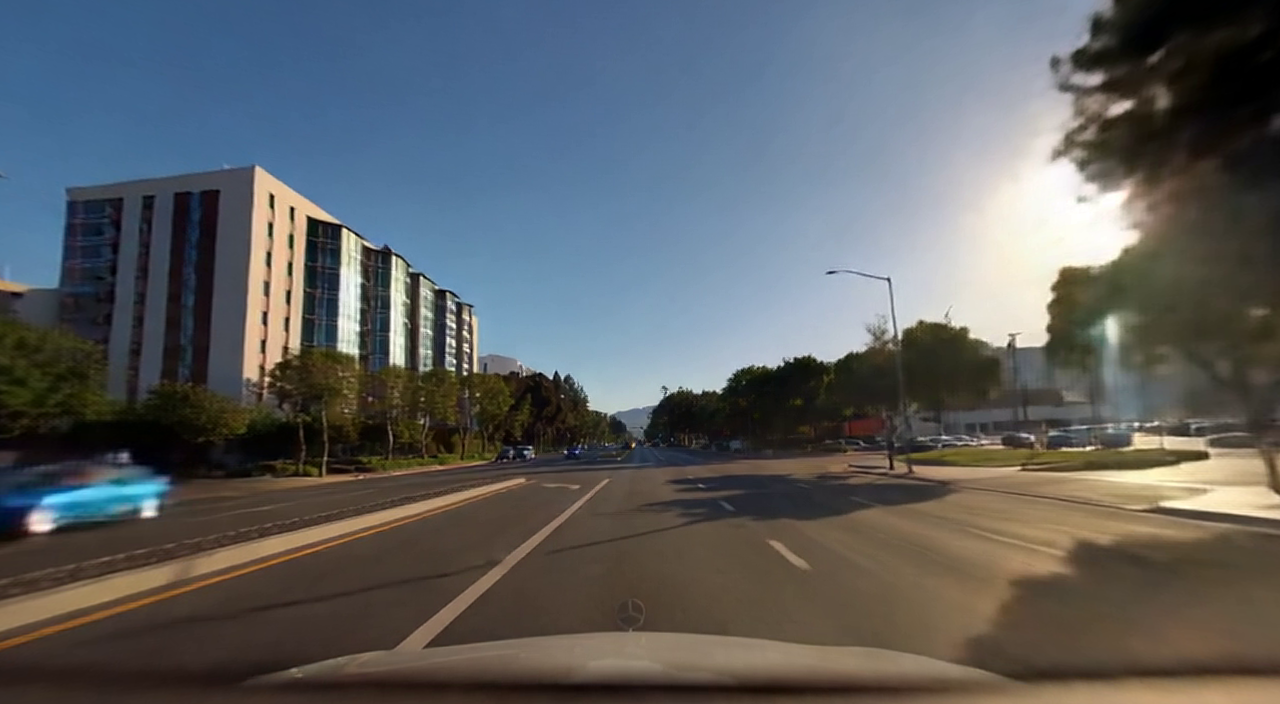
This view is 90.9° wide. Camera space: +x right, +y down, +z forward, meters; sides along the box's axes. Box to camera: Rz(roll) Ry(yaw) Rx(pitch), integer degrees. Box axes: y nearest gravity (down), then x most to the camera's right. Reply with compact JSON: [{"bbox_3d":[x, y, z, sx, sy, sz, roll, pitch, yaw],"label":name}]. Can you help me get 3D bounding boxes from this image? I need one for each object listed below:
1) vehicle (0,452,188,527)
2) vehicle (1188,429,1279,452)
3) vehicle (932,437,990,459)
[{"bbox_3d":[-15.104,3.657,17.368,1.983,1.725,4.359,0,-8,1],"label":"vehicle"},{"bbox_3d":[39.269,5.831,41.256,1.790,1.416,4.627,5,-10,-32],"label":"vehicle"},{"bbox_3d":[25.188,7.499,49.412,4.512,1.648,1.938,6,-10,-33],"label":"vehicle"}]
